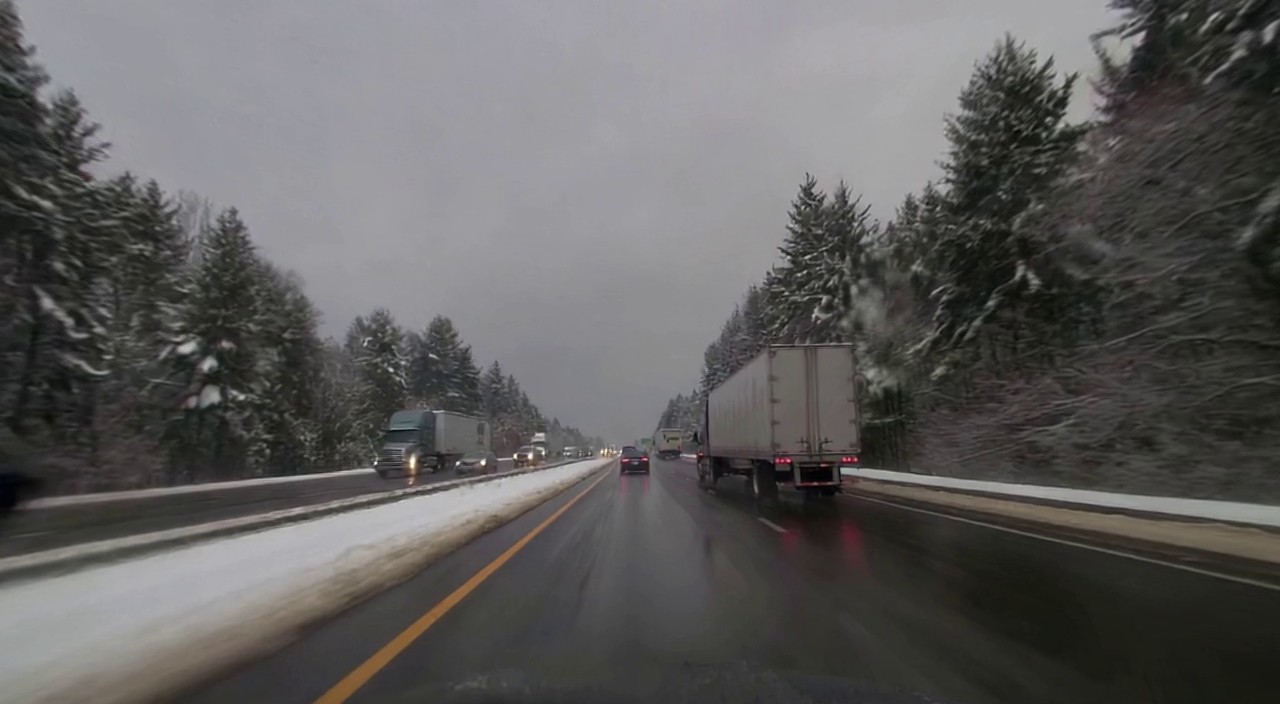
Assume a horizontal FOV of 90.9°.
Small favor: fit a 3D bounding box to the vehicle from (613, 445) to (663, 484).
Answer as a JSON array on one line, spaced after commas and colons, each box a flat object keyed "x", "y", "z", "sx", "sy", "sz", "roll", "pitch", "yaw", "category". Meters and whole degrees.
[{"x": -0.077, "y": 4.633, "z": 26.210, "sx": 1.939, "sy": 1.495, "sz": 3.612, "roll": 0, "pitch": -9, "yaw": 0, "category": "vehicle"}]

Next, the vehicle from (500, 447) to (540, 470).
[{"x": -8.663, "y": 7.704, "z": 45.723, "sx": 1.993, "sy": 1.515, "sz": 4.232, "roll": 0, "pitch": -9, "yaw": 1, "category": "vehicle"}]

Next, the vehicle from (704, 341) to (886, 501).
[{"x": 4.638, "y": 2.803, "z": 23.066, "sx": 2.842, "sy": 4.060, "sz": 13.939, "roll": 0, "pitch": -9, "yaw": -1, "category": "vehicle"}]

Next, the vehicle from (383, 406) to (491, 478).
[{"x": -13.260, "y": 6.253, "z": 43.062, "sx": 2.880, "sy": 4.084, "sz": 13.982, "roll": 0, "pitch": -9, "yaw": 0, "category": "vehicle"}]
